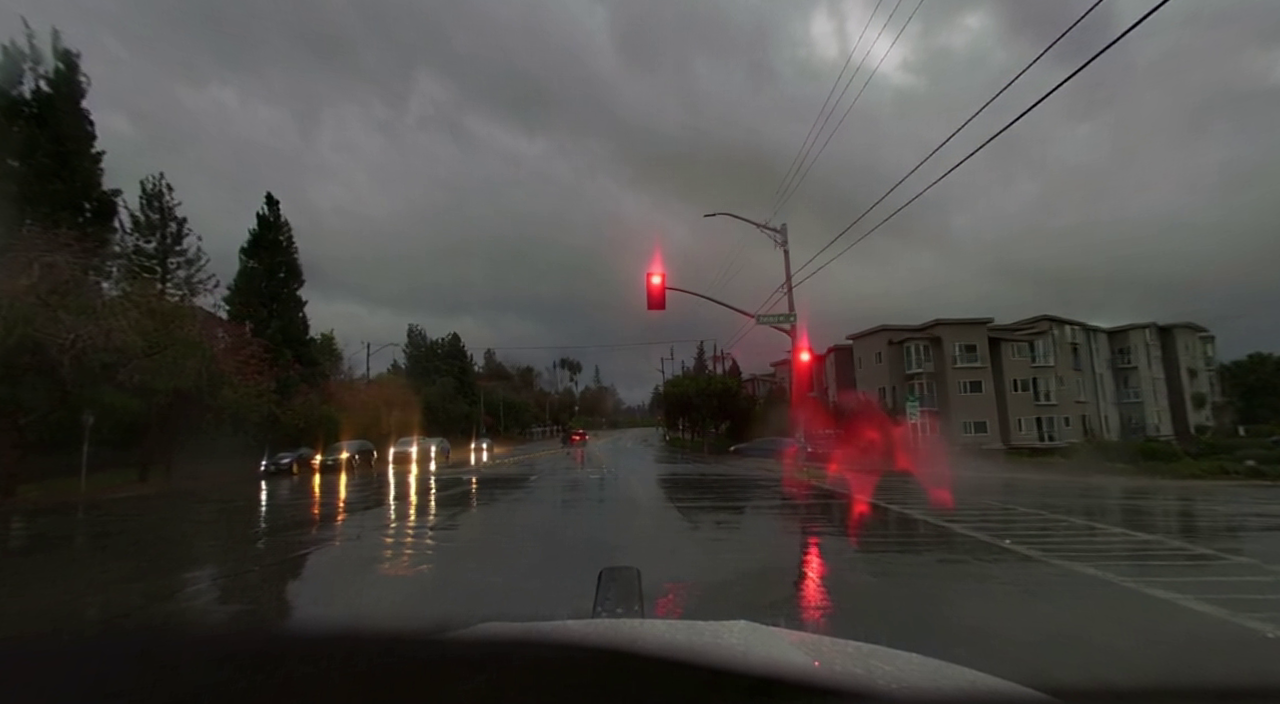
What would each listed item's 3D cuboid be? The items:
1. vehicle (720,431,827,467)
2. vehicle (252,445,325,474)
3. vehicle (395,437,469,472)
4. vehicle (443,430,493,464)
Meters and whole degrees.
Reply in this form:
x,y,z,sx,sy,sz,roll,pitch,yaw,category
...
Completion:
x,y,z,sx,sy,sz,roll,pitch,yaw,category
6.363,4.712,30.666,2.073,1.571,4.790,7,-11,-39,vehicle
-21.075,6.453,38.107,1.981,1.628,4.336,0,-9,-1,vehicle
-9.670,4.801,29.768,2.116,1.521,4.294,0,-9,-1,vehicle
-9.761,5.455,36.177,1.910,1.818,4.057,0,-9,-3,vehicle
